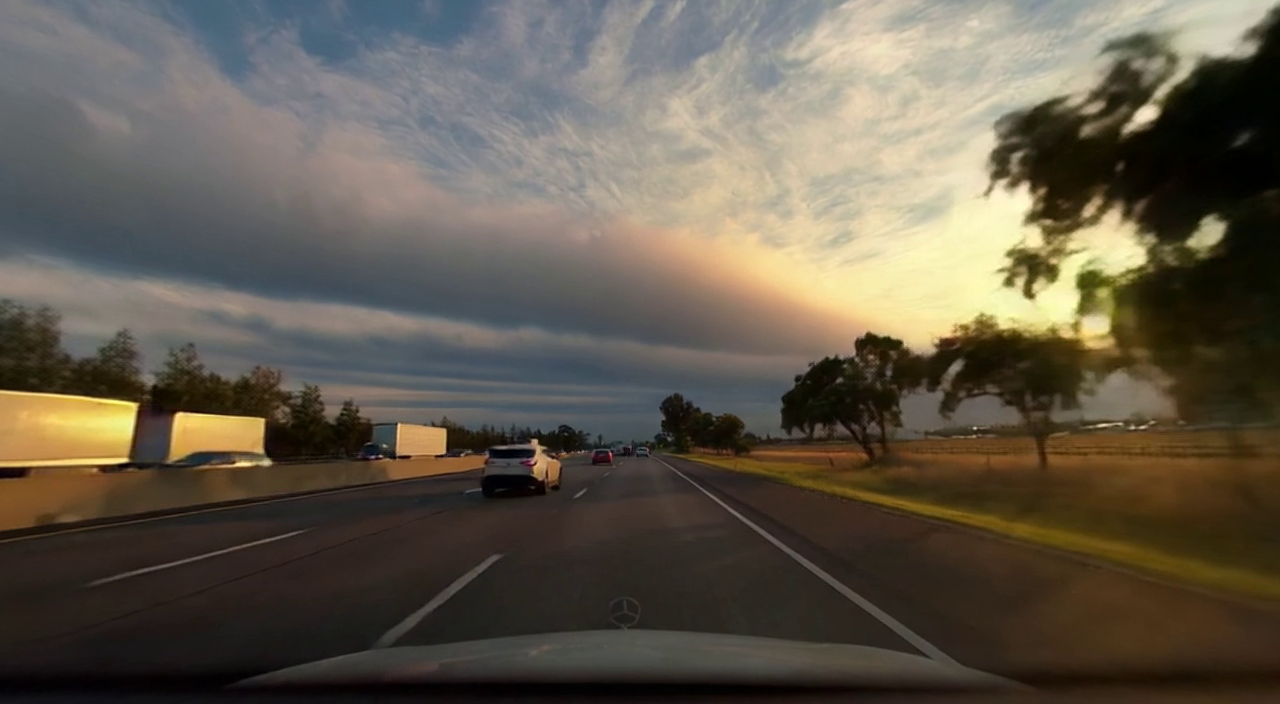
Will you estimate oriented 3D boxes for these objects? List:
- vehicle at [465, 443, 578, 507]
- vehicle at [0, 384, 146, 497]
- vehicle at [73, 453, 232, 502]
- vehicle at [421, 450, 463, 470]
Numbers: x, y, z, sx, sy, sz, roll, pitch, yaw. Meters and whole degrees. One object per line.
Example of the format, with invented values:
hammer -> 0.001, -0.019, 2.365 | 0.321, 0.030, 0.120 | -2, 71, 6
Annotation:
vehicle -> -3.000, 3.235, 17.018 | 2.110, 1.500, 4.259 | 0, -9, 1
vehicle -> -23.424, 3.191, 22.661 | 3.037, 3.822, 10.142 | 0, -9, 0
vehicle -> -15.464, 3.960, 20.364 | 1.836, 1.395, 4.120 | 0, -9, 0
vehicle -> -15.481, 8.426, 49.472 | 1.904, 1.501, 4.158 | 0, -9, 0
